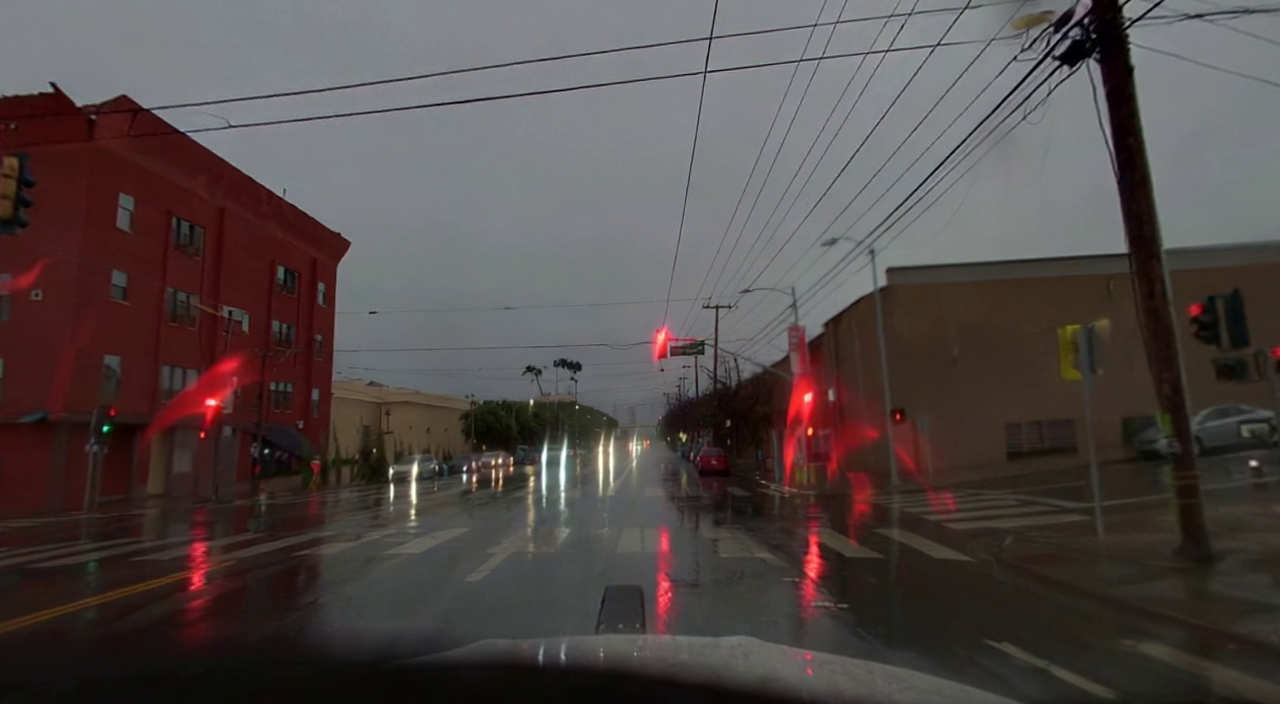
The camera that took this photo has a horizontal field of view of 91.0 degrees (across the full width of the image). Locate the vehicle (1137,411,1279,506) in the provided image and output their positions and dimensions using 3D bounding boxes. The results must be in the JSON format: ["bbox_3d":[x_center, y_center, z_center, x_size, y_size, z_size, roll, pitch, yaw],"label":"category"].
[{"bbox_3d":[12.688,2.141,12.890,3.234,1.746,1.941,-2,-10,2],"label":"vehicle"}]

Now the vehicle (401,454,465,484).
[{"bbox_3d":[-11.995,6.774,36.832,1.943,1.574,4.727,0,-9,3],"label":"vehicle"}]

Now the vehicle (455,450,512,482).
[{"bbox_3d":[-8.704,6.330,35.301,2.020,1.672,3.842,0,-9,3],"label":"vehicle"}]
